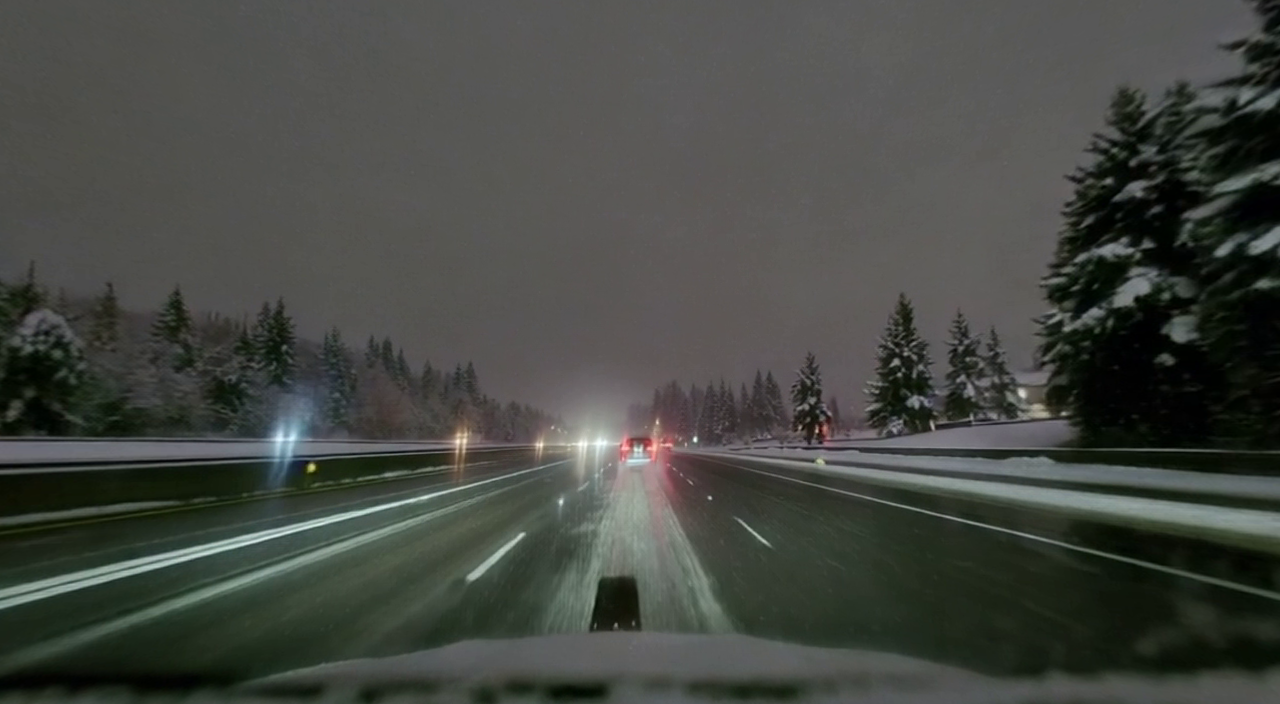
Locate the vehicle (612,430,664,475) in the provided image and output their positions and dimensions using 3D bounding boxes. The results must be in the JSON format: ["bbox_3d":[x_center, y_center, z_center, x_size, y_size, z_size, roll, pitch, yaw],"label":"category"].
[{"bbox_3d":[-0.095,4.772,30.204,2.269,1.924,4.596,0,-8,0],"label":"vehicle"}]
